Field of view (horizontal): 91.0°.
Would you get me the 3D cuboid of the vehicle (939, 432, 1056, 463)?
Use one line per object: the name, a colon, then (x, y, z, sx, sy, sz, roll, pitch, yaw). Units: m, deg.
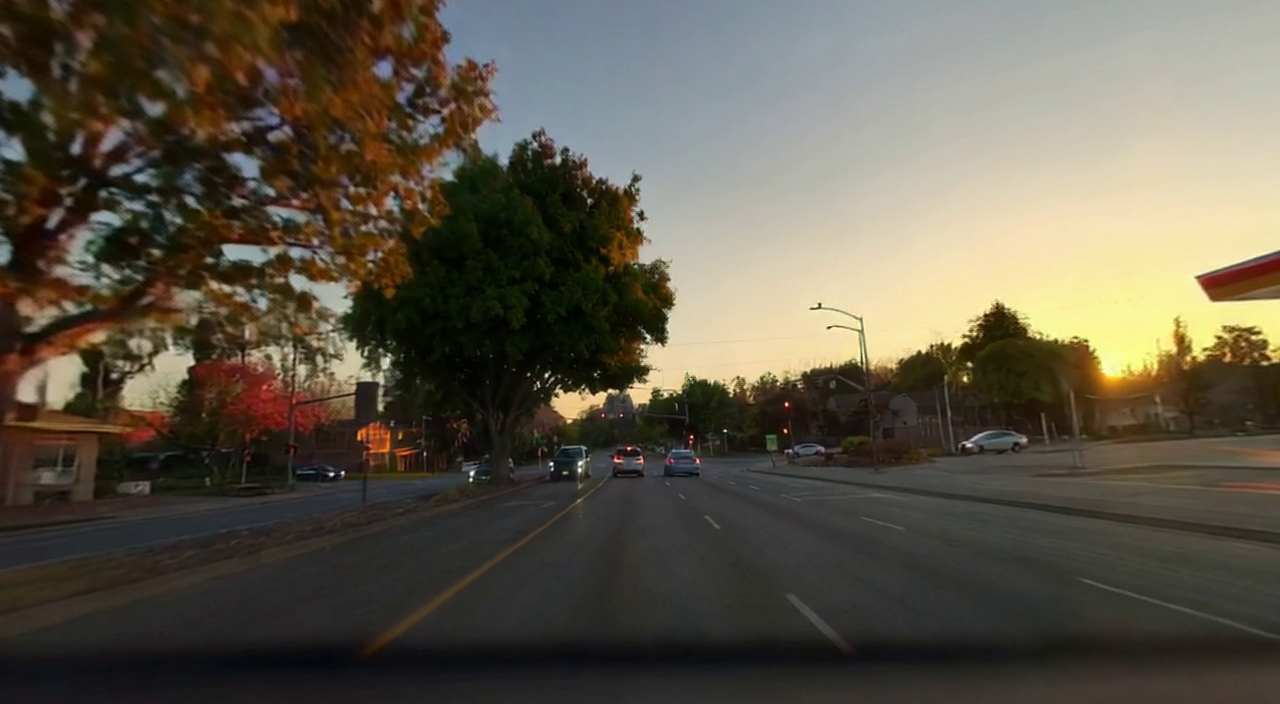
vehicle: (18.011, 4.850, 31.859, 4.660, 1.462, 2.034, 0, -9, 0)

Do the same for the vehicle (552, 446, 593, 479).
vehicle: (-3.999, 6.611, 37.840, 2.139, 1.851, 3.970, 0, -9, -2)

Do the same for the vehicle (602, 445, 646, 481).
vehicle: (-0.782, 5.808, 33.031, 2.146, 1.742, 4.095, 0, -9, 0)

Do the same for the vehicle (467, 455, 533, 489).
vehicle: (-6.333, 5.467, 28.973, 2.033, 1.442, 4.668, 0, -9, -1)

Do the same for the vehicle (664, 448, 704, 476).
vehicle: (2.762, 7.042, 40.429, 2.103, 1.647, 4.318, 0, -9, -2)
